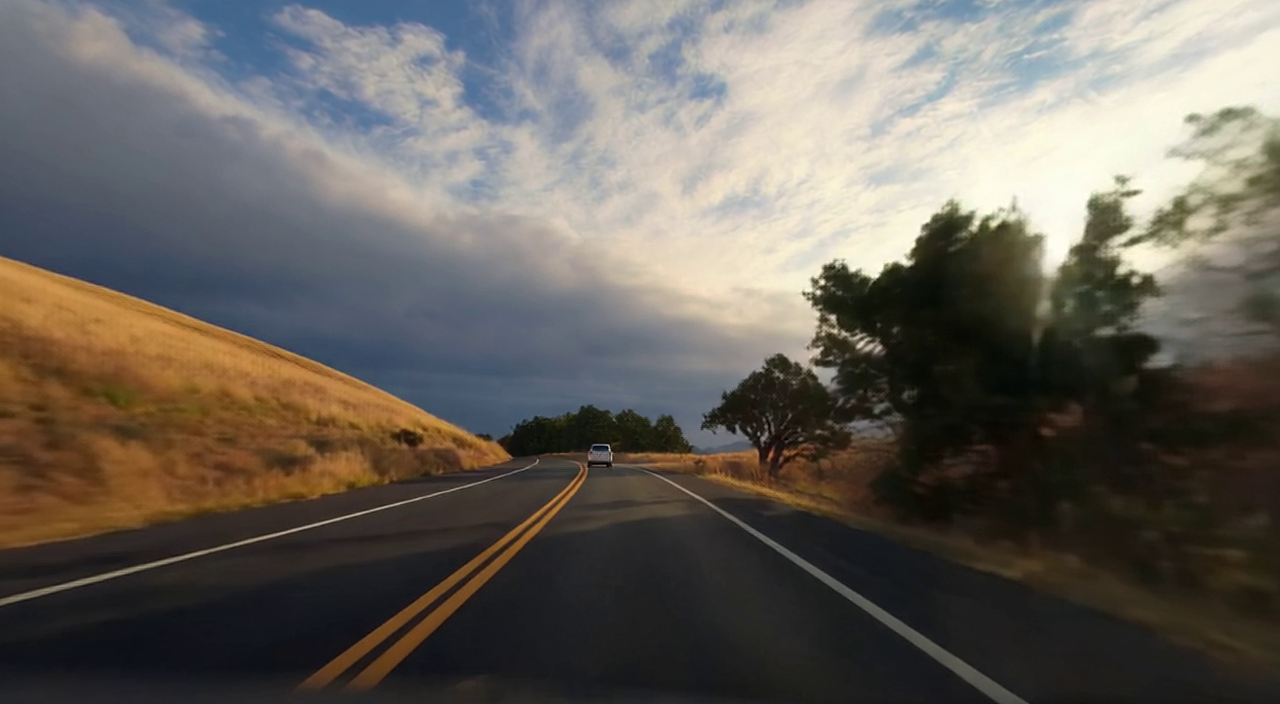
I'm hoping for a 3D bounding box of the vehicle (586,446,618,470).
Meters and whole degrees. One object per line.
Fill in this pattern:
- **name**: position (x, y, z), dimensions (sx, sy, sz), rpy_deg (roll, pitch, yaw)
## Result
- **vehicle**: position (-3.010, 8.299, 49.661), dimensions (2.195, 1.749, 4.260), rpy_deg (1, -8, -8)
